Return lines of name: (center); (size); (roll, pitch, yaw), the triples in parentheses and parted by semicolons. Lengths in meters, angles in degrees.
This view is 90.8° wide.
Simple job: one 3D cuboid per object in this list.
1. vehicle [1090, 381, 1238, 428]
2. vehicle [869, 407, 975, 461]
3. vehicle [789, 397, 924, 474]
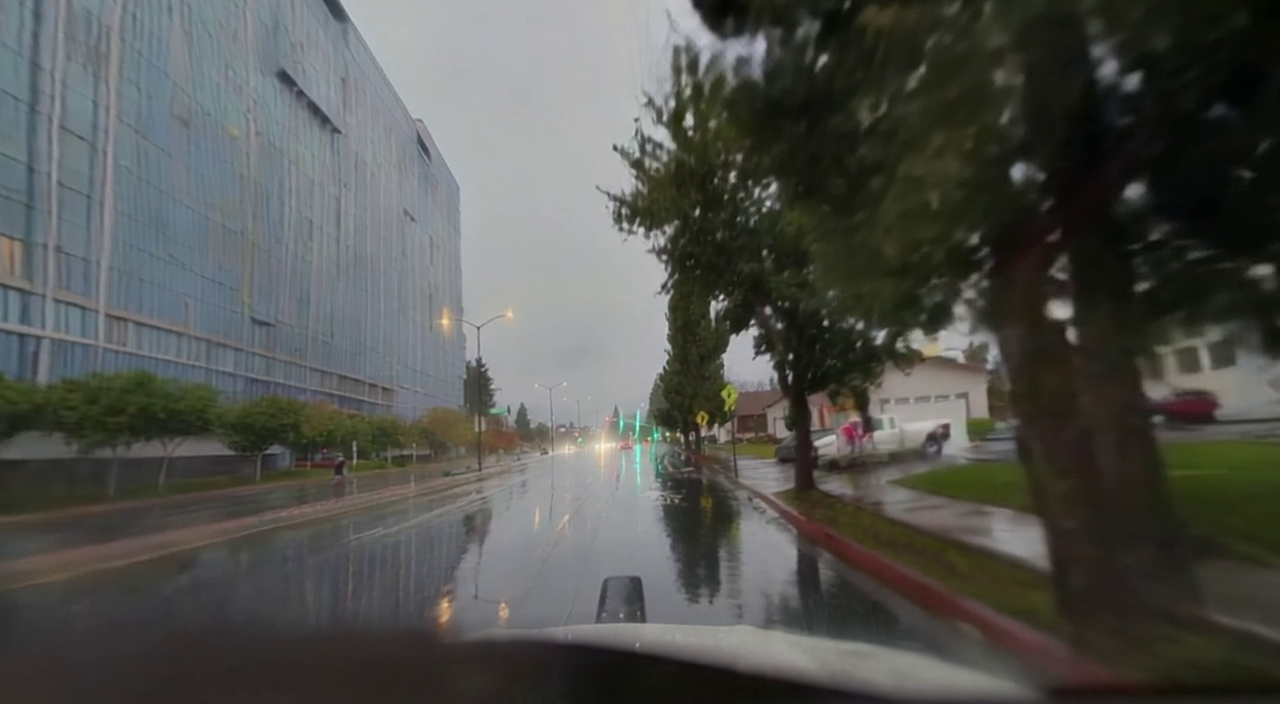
vehicle: (19.832, 2.106, 24.236); (1.890, 1.492, 4.494); (0, -9, 2)
vehicle: (8.851, 2.650, 20.184); (1.842, 1.535, 3.638); (0, -9, 3)
vehicle: (6.444, 2.621, 19.610); (2.160, 1.944, 5.086); (-3, -8, -2)
